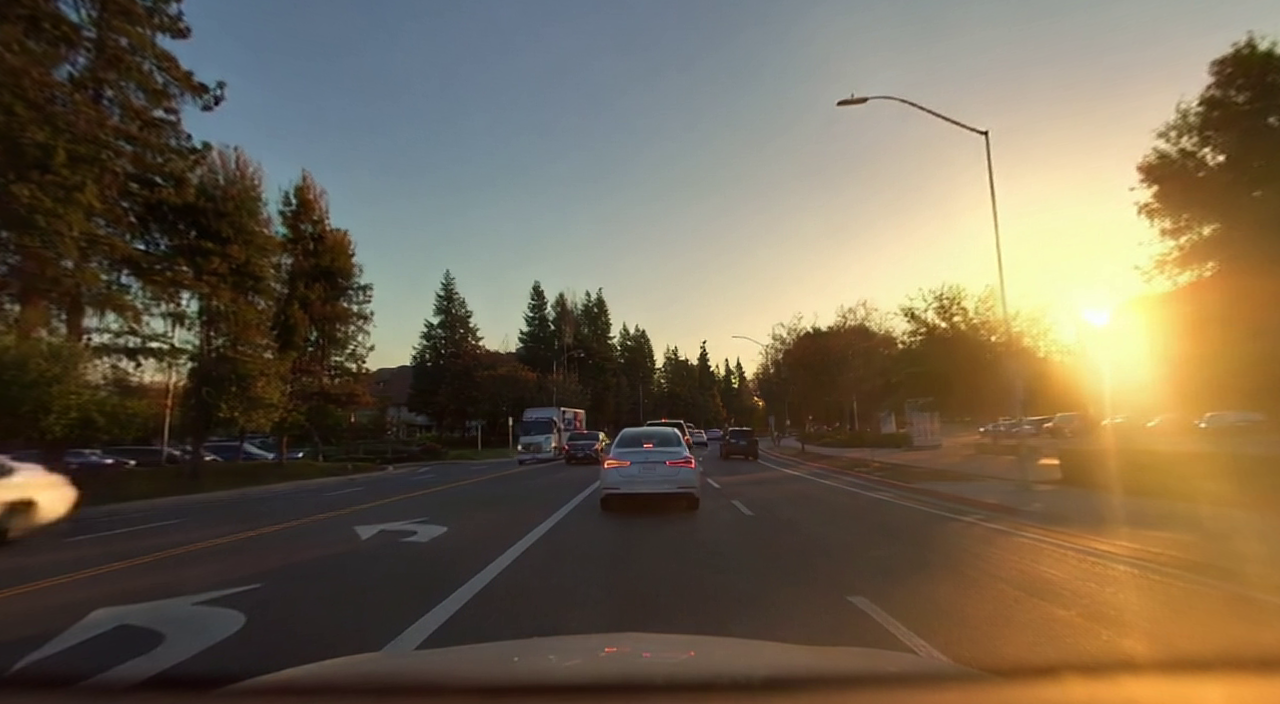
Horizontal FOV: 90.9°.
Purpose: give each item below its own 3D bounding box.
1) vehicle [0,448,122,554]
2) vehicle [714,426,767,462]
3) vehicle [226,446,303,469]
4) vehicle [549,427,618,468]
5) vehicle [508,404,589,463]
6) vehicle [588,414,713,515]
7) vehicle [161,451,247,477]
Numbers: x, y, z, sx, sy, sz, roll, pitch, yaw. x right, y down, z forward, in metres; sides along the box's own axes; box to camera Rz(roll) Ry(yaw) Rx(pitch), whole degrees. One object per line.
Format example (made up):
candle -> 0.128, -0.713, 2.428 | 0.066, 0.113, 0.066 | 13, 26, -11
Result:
vehicle -> -10.158, 2.124, 8.815 | 1.909, 1.471, 4.502 | -1, -8, 2
vehicle -> 5.219, 4.862, 33.375 | 2.155, 1.786, 4.459 | -1, -8, 2
vehicle -> -26.223, 7.393, 44.109 | 4.398, 1.532, 1.769 | -2, -8, 8
vehicle -> -2.610, 4.578, 30.395 | 2.057, 1.786, 4.725 | -2, -8, 11
vehicle -> -5.680, 5.369, 41.110 | 2.961, 3.316, 9.483 | -1, -8, 6
vehicle -> 0.208, 2.235, 13.005 | 2.154, 1.710, 4.128 | -1, -8, 1
vehicle -> -26.761, 6.864, 38.758 | 4.260, 1.498, 1.769 | -2, -8, 9
